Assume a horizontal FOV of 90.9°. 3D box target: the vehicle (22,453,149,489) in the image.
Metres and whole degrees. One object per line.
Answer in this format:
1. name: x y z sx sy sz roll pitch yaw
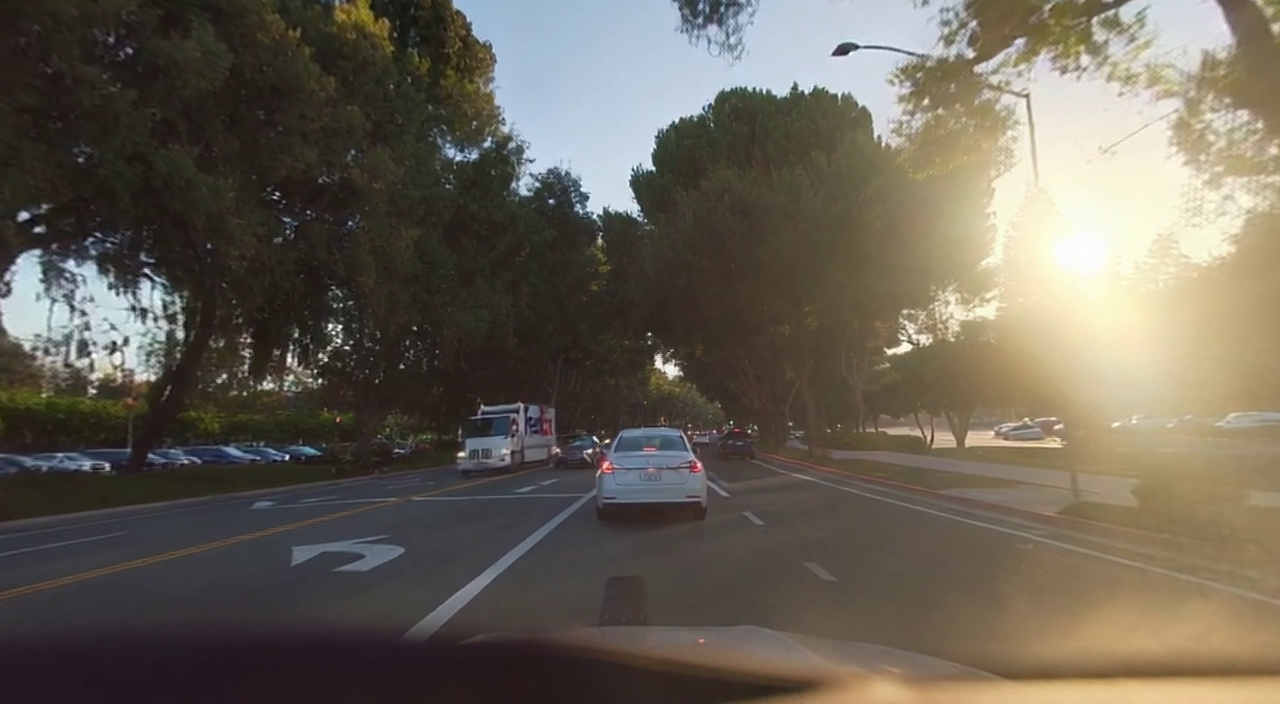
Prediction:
1. vehicle: -27.959 6.008 31.886 4.743 1.671 1.842 -1 -8 4

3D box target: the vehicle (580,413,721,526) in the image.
1. vehicle: 0.186 2.112 11.861 2.154 1.710 4.128 -1 -8 1

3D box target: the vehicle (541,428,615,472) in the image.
1. vehicle: -2.686 4.415 28.536 2.057 1.786 4.725 -2 -8 11

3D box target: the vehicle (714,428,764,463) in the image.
1. vehicle: 5.347 5.121 34.666 2.155 1.786 4.459 -1 -8 2

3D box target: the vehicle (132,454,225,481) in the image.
1. vehicle: -26.910 6.739 36.834 4.260 1.498 1.769 -2 -8 9

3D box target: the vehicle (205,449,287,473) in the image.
1. vehicle: -26.313 7.280 42.178 4.398 1.532 1.769 -2 -8 7

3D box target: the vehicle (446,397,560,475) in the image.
1. vehicle: -6.505 4.297 31.906 2.961 3.316 9.483 -1 -8 5
